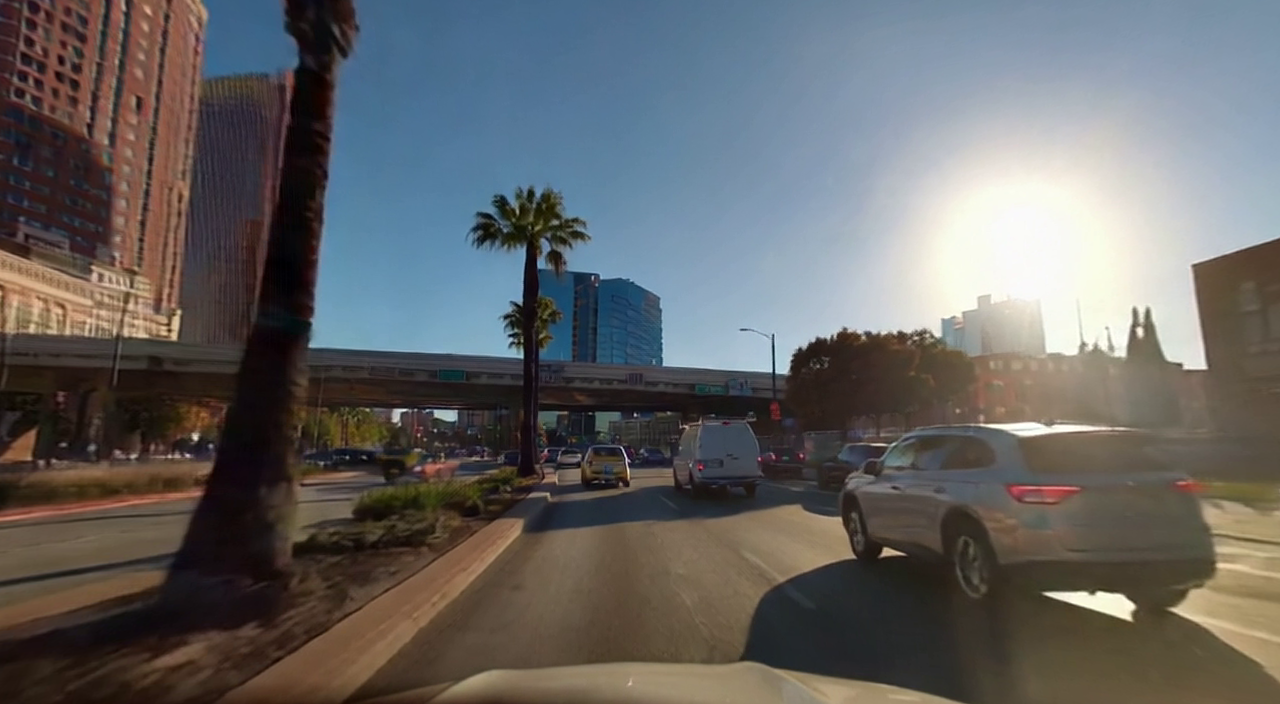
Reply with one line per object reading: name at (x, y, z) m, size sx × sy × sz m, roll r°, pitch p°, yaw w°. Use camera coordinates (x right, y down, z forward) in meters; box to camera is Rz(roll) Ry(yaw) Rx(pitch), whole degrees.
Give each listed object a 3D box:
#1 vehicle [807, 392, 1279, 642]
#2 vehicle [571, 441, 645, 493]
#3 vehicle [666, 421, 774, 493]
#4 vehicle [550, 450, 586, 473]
vehicle at (3.472, 1.447, 6.554) m, size 2.151 × 1.695 × 4.258 m, roll 0°, pitch -9°, yaw -2°
vehicle at (-1.287, 4.044, 22.704) m, size 2.332 × 1.625 × 4.933 m, roll 1°, pitch -9°, yaw -7°
vehicle at (2.558, 3.586, 21.852) m, size 2.434 × 2.171 × 5.098 m, roll 1°, pitch -9°, yaw -7°
vehicle at (-5.013, 7.531, 43.733) m, size 2.081 × 1.503 × 3.681 m, roll 2°, pitch -9°, yaw -13°
